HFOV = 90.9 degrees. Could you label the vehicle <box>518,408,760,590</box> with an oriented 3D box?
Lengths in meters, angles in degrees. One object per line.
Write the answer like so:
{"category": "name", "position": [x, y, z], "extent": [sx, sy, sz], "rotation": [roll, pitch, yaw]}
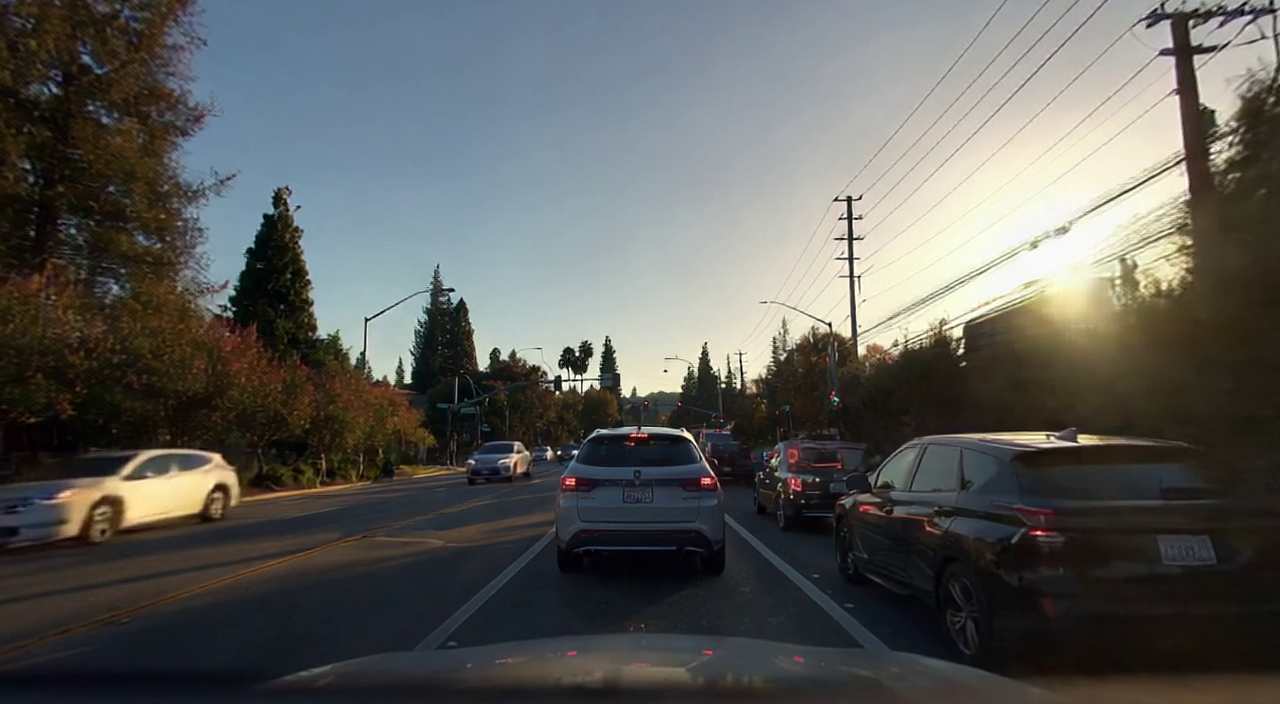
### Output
{"category": "vehicle", "position": [0.005, 1.658, 7.909], "extent": [2.200, 1.653, 4.127], "rotation": [0, -8, 1]}

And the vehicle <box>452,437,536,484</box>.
{"category": "vehicle", "position": [-5.955, 4.493, 26.375], "extent": [2.253, 1.751, 4.700], "rotation": [-1, -8, 2]}

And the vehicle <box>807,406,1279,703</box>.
{"category": "vehicle", "position": [2.881, 1.306, 4.988], "extent": [1.950, 1.487, 4.275], "rotation": [0, -8, 0]}

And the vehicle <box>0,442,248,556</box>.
{"category": "vehicle", "position": [-10.036, 2.599, 12.029], "extent": [2.003, 1.705, 4.747], "rotation": [0, -8, 1]}
